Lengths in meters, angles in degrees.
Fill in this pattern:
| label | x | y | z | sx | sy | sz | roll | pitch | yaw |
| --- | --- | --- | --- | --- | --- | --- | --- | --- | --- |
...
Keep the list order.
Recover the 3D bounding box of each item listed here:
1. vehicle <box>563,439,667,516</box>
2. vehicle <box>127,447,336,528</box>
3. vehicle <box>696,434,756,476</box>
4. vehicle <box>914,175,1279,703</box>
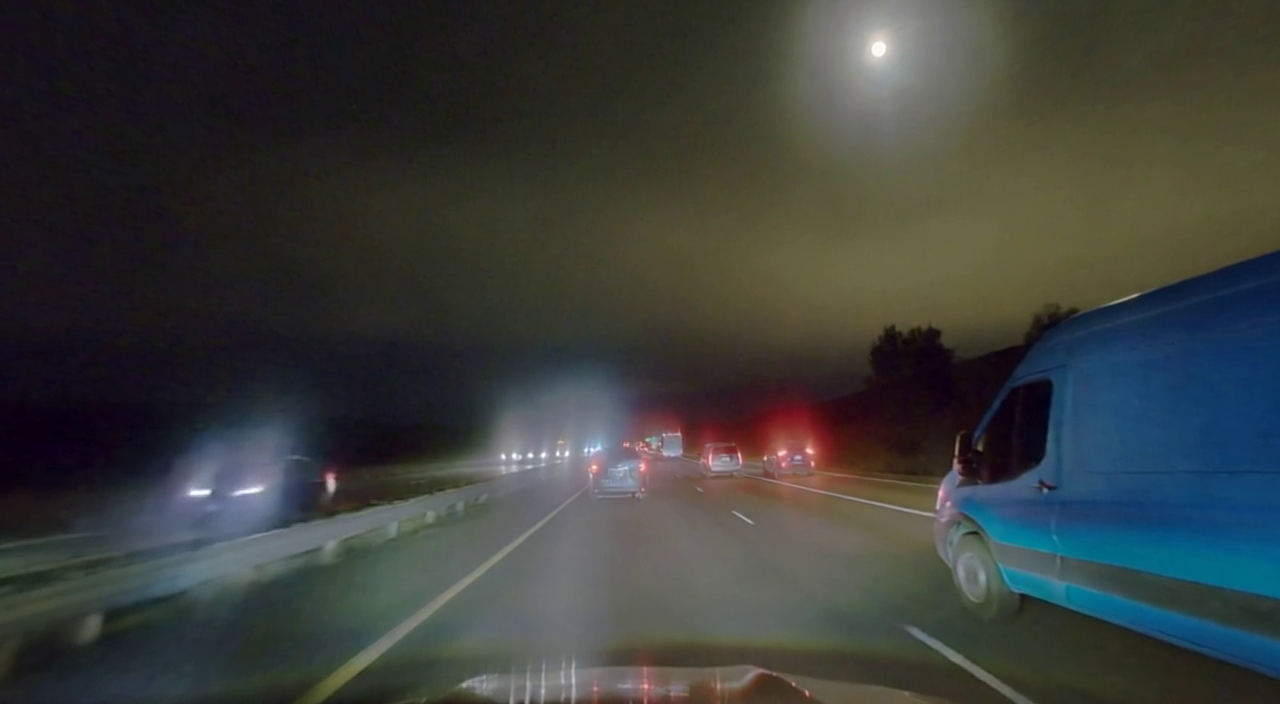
| label | x | y | z | sx | sy | sz | roll | pitch | yaw |
| --- | --- | --- | --- | --- | --- | --- | --- | --- | --- |
| vehicle | -0.505 | 2.751 | 14.172 | 2.029 | 1.483 | 3.769 | 0 | -9 | 0 |
| vehicle | -8.729 | 2.880 | 13.934 | 1.894 | 1.505 | 4.103 | 0 | -9 | 0 |
| vehicle | 4.240 | 5.190 | 31.730 | 2.261 | 1.952 | 4.784 | 0 | -9 | -1 |
| vehicle | 3.861 | 0.533 | 2.930 | 2.399 | 2.421 | 5.829 | 0 | -9 | -1 |
